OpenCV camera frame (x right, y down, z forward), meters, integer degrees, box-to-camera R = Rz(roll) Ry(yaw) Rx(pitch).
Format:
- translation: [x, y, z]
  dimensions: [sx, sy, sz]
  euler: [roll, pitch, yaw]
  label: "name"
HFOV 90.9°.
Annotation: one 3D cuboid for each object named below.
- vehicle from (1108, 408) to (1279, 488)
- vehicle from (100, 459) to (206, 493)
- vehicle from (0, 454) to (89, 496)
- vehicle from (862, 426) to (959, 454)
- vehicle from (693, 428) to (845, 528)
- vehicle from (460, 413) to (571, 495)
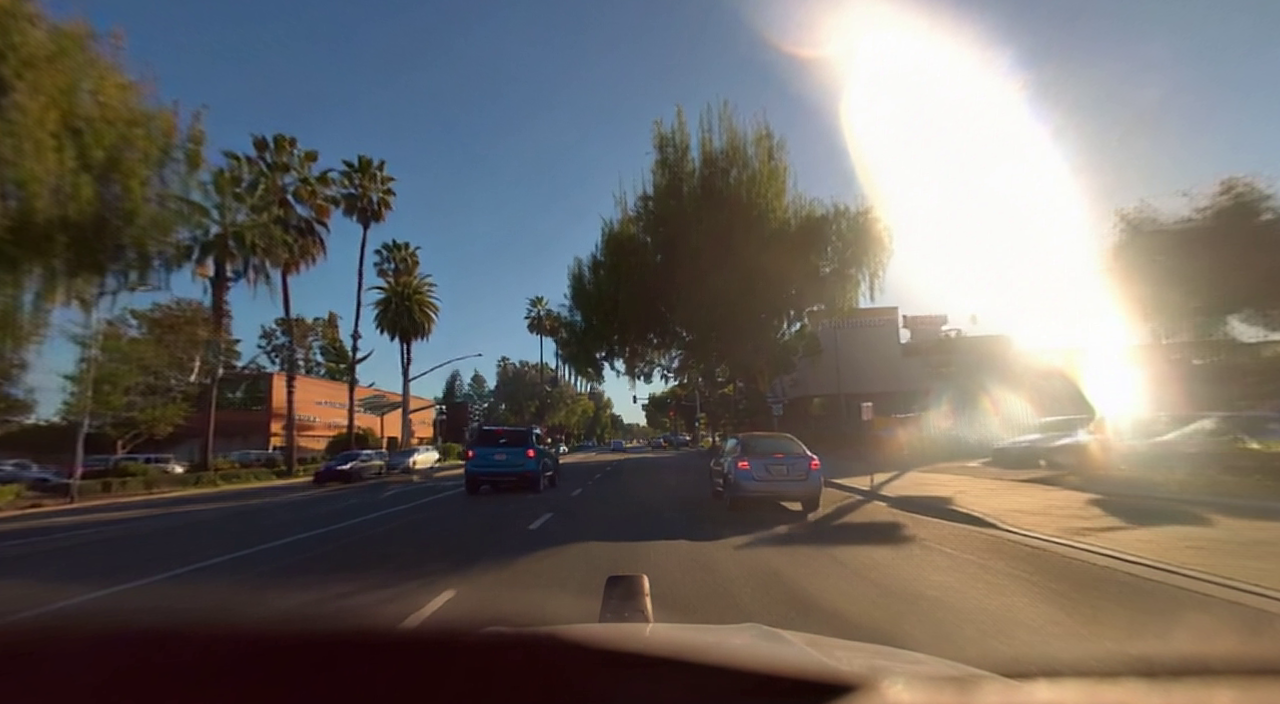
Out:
- translation: [11.708, 1.857, 12.201]
  dimensions: [1.874, 1.386, 3.745]
  euler: [6, -11, -35]
  label: "vehicle"
- translation: [-26.664, 6.743, 34.583]
  dimensions: [4.343, 1.452, 2.097]
  euler: [4, -11, -44]
  label: "vehicle"
- translation: [-26.820, 5.221, 26.970]
  dimensions: [4.667, 1.680, 2.082]
  euler: [7, -11, -39]
  label: "vehicle"
- translation: [15.138, 4.994, 35.522]
  dimensions: [4.680, 1.506, 2.017]
  euler: [-3, -9, 14]
  label: "vehicle"
- translation: [2.117, 2.227, 11.715]
  dimensions: [1.919, 1.472, 4.470]
  euler: [0, -9, 0]
  label: "vehicle"
- translation: [-3.305, 2.867, 17.823]
  dimensions: [2.152, 1.987, 4.527]
  euler: [0, -9, 1]
  label: "vehicle"
